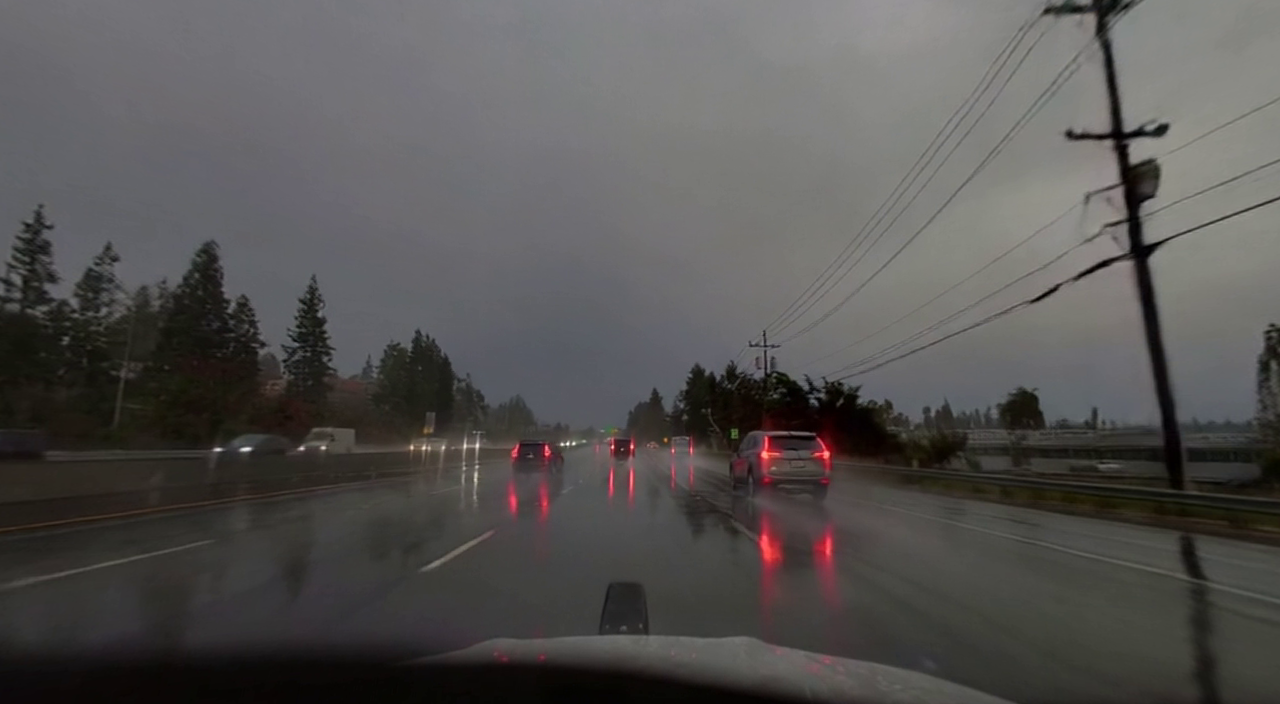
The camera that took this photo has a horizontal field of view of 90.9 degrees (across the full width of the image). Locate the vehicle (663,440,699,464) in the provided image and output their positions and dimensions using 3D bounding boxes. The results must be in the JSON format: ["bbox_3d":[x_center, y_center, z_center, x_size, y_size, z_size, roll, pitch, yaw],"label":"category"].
[{"bbox_3d":[2.970,7.414,46.926,2.099,1.720,4.829,1,-9,-3],"label":"vehicle"}]

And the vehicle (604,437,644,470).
[{"bbox_3d":[-0.947,5.890,36.758,2.192,1.769,4.287,0,-9,-1],"label":"vehicle"}]

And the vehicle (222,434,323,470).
[{"bbox_3d":[-16.818,4.603,29.186,1.984,1.524,4.452,0,-9,0],"label":"vehicle"}]

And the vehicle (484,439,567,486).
[{"bbox_3d":[-4.165,4.095,23.822,2.091,1.562,5.220,0,-9,1],"label":"vehicle"}]

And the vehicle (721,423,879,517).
[{"bbox_3d":[3.288,2.555,14.172,2.102,1.723,4.745,1,-9,-3],"label":"vehicle"}]

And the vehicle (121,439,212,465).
[{"bbox_3d":[-28.081,5.933,37.622,1.785,1.445,4.699,0,-8,-1],"label":"vehicle"}]
